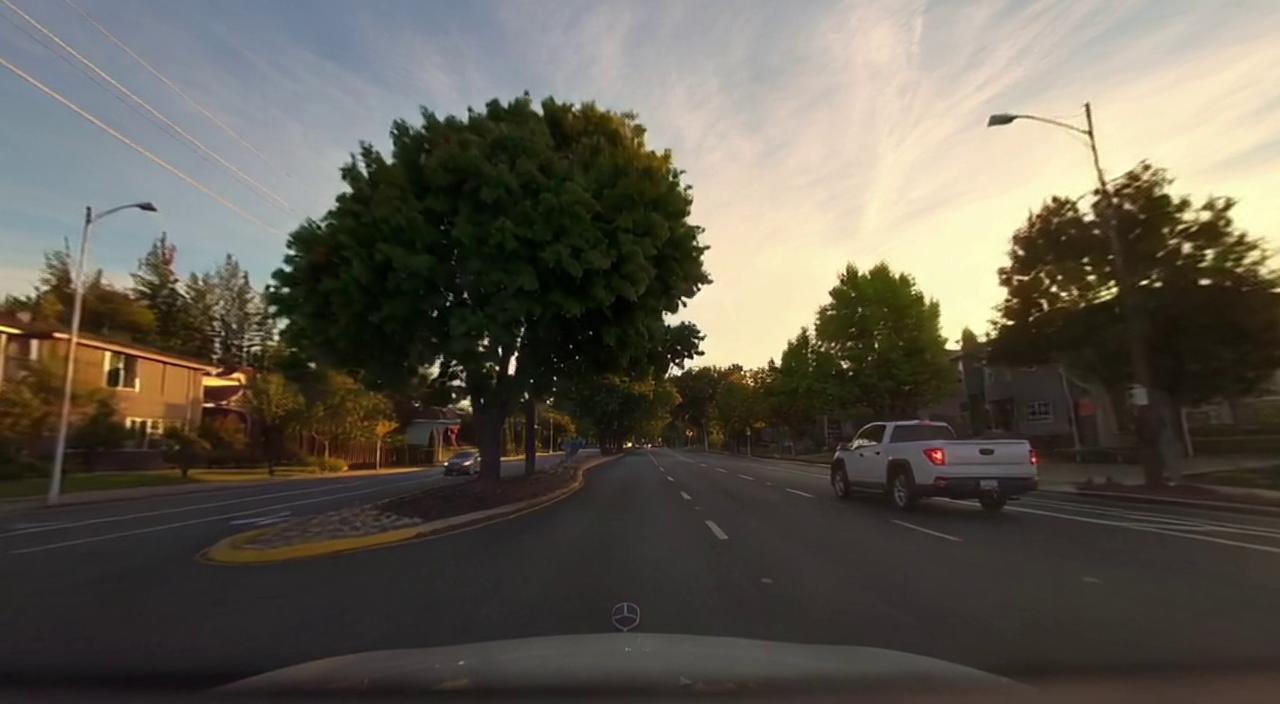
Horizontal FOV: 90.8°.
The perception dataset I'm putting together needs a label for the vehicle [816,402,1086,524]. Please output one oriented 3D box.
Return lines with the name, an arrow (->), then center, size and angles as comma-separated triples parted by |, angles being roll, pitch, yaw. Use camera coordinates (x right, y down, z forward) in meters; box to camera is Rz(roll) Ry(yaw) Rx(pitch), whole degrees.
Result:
vehicle -> 5.913, 2.268, 13.374 | 2.493, 1.956, 6.125 | 0, -9, -1
